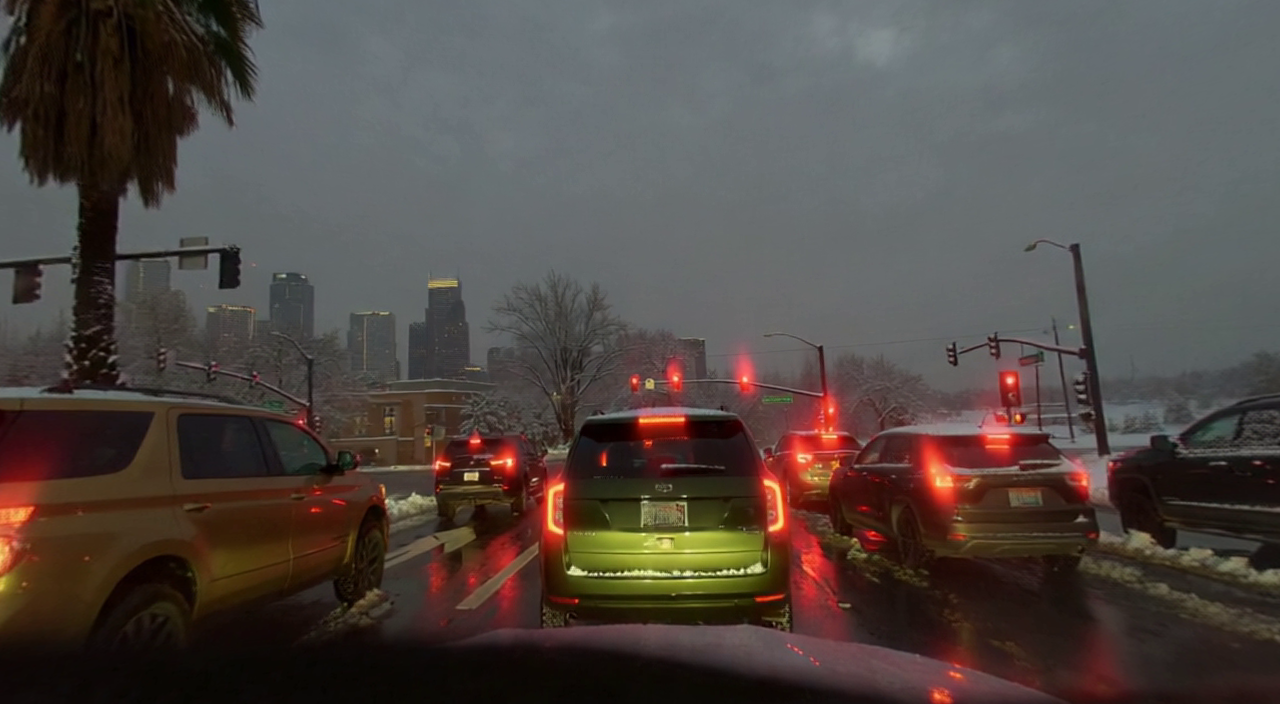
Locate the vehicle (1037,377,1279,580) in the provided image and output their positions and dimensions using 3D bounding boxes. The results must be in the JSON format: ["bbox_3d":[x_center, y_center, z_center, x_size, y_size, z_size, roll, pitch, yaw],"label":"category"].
[{"bbox_3d":[7.341,1.339,6.841,2.337,1.925,5.728,0,-8,1],"label":"vehicle"}]

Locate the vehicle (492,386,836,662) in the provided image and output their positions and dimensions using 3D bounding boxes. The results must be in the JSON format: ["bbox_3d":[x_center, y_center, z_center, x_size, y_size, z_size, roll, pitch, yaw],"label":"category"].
[{"bbox_3d":[0.181,1.373,6.044,2.123,1.704,4.128,0,-9,1],"label":"vehicle"}]

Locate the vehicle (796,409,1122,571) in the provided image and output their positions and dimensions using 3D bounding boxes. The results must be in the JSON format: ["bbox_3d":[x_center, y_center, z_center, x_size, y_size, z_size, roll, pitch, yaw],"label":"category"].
[{"bbox_3d":[4.025,1.848,9.295,2.072,1.704,5.170,0,-9,-1],"label":"vehicle"}]

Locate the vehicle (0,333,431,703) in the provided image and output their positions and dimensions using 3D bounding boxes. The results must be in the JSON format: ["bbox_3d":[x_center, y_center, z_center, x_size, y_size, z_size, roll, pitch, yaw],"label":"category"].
[{"bbox_3d":[-3.155,1.080,3.920,2.171,1.702,4.416,0,-9,0],"label":"vehicle"}]
